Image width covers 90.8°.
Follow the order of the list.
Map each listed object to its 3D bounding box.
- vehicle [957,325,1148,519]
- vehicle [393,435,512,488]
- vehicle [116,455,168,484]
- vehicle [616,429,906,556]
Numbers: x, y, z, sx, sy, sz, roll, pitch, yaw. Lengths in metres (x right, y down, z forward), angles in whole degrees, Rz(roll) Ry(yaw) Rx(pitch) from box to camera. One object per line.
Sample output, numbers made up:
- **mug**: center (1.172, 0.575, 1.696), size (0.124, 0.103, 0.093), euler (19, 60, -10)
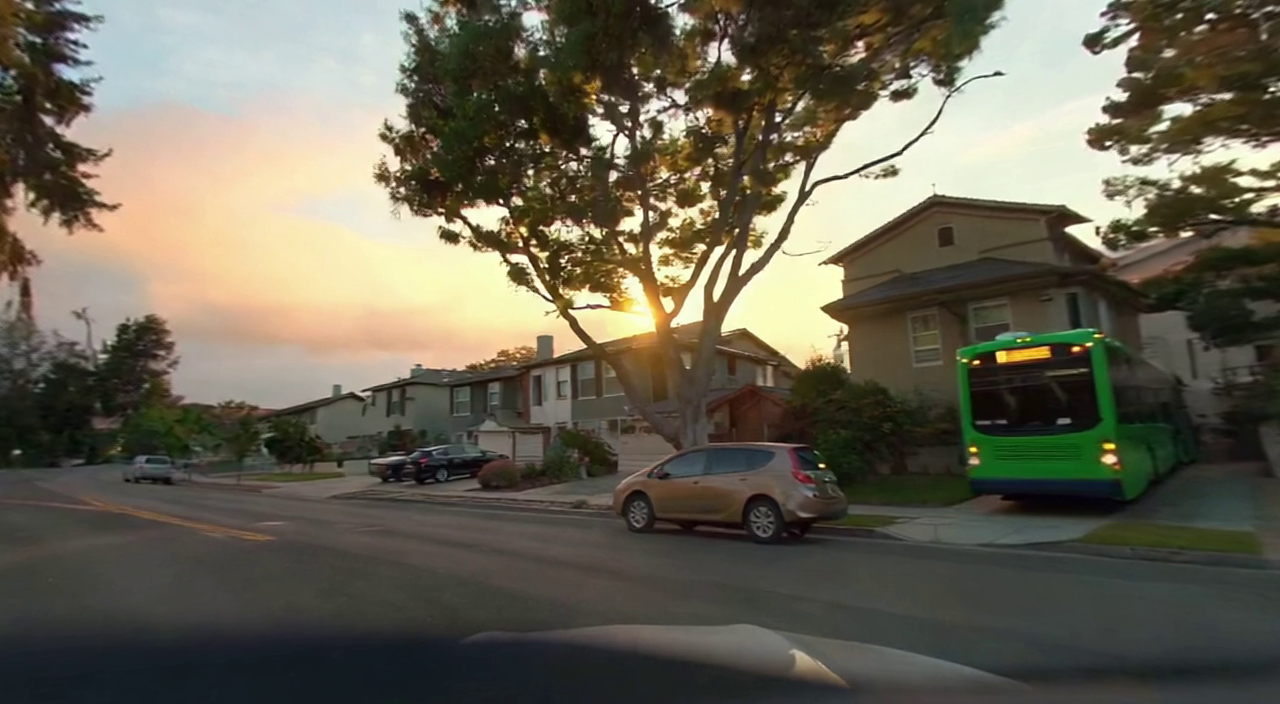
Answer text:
- **vehicle**: center (8.526, 1.472, 12.712), size (2.312, 2.921, 6.300), euler (-7, -11, 39)
- **vehicle**: center (-7.723, 4.476, 26.345), size (1.920, 1.873, 4.431), euler (-7, -9, 39)
- **vehicle**: center (-30.747, 7.196, 38.947), size (1.984, 1.601, 3.994), euler (8, -12, -43)
- **vehicle**: center (1.875, 2.234, 10.778), size (4.432, 1.697, 1.934), euler (-7, -11, 40)
